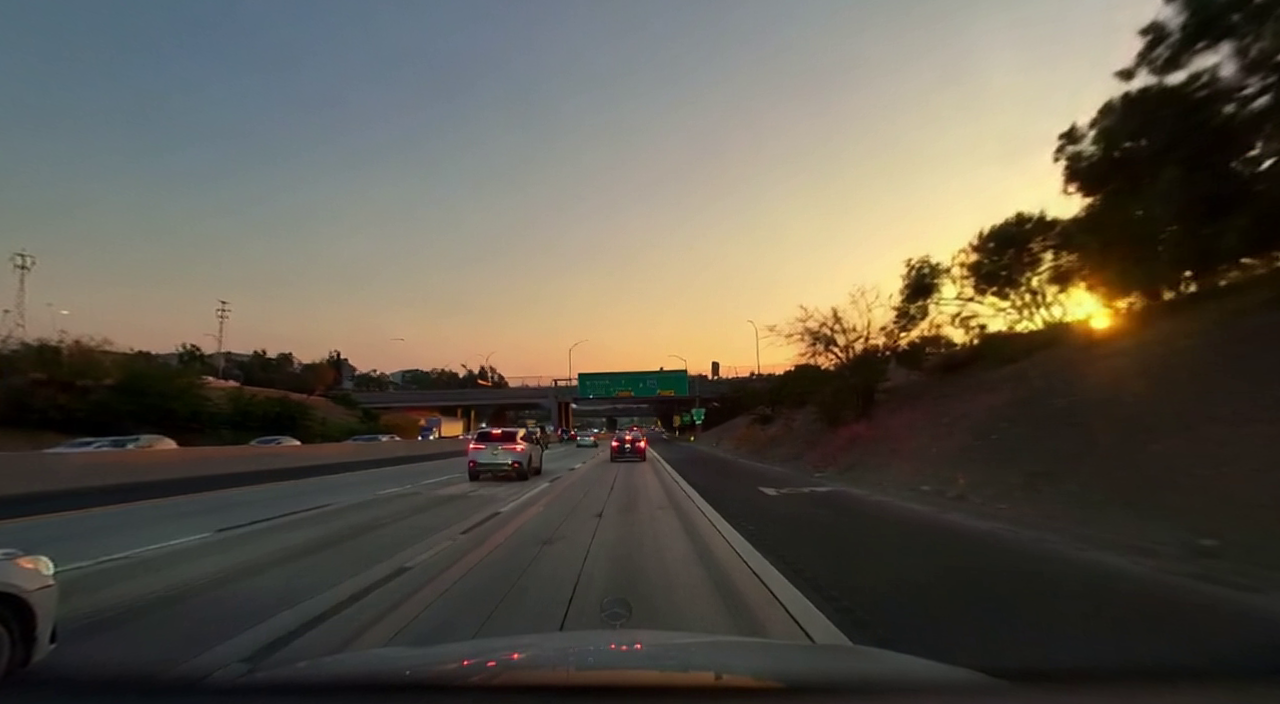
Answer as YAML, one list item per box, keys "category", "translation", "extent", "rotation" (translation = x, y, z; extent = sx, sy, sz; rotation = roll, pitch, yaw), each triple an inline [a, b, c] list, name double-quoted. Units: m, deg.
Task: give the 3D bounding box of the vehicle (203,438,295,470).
- category: "vehicle"
  translation: [-19.485, 5.049, 31.539]
  extent: [1.864, 1.483, 4.219]
  rotation: [0, -8, 1]

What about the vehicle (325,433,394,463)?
- category: "vehicle"
  translation: [-15.576, 5.338, 35.158]
  extent: [1.982, 1.516, 4.137]
  rotation: [0, -8, 0]

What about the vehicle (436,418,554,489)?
- category: "vehicle"
  translation: [-3.843, 2.782, 17.629]
  extent: [2.154, 1.690, 4.595]
  rotation: [0, -8, 1]

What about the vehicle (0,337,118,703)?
- category: "vehicle"
  translation: [-3.810, 0.579, 1.090]
  extent: [2.107, 1.703, 4.274]
  rotation: [0, -8, 0]

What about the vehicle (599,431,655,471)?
- category: "vehicle"
  translation: [-0.483, 3.882, 24.902]
  extent: [2.070, 1.452, 3.834]
  rotation: [0, -8, 0]
